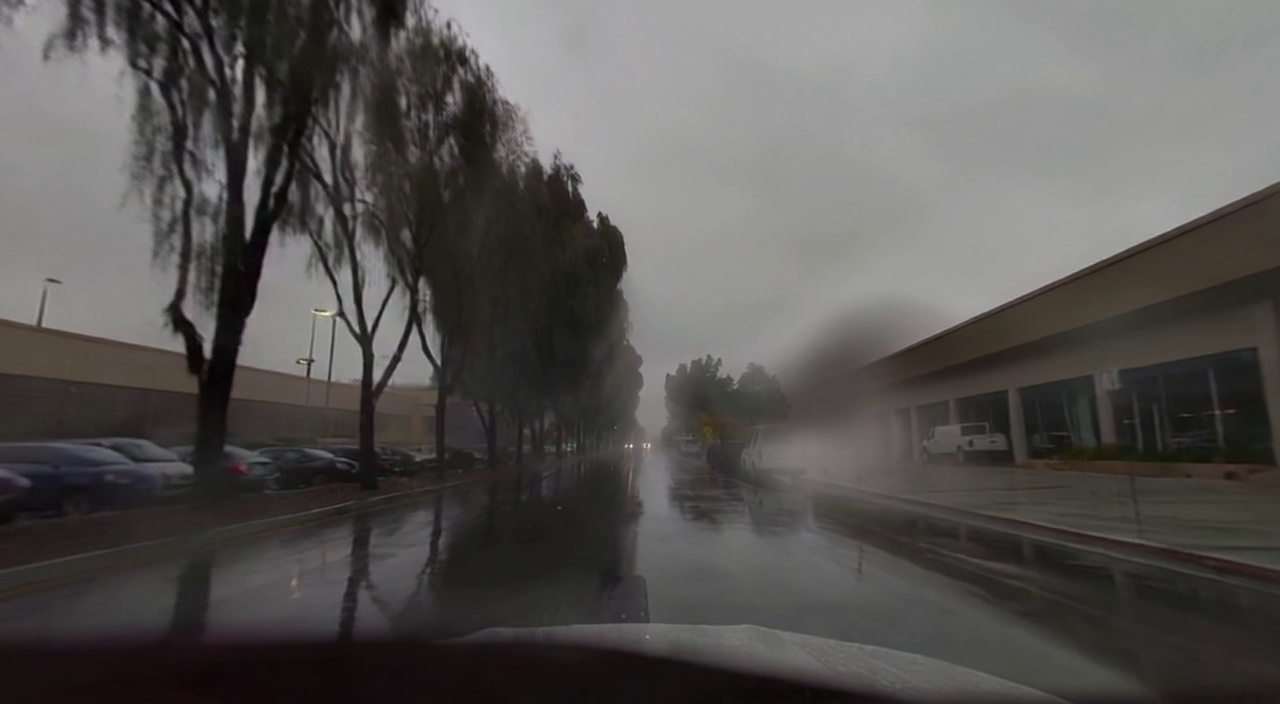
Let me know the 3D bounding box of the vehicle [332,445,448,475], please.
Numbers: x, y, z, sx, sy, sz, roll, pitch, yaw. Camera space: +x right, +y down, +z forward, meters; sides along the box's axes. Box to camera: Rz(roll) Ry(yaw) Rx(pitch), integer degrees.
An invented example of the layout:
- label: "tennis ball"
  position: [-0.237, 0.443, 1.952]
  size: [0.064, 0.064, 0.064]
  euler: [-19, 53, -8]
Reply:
- label: "vehicle"
  position: [-13.198, 5.723, 33.574]
  size: [5.269, 1.491, 2.133]
  euler: [-1, -8, 2]

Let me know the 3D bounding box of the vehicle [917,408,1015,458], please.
- label: "vehicle"
  position: [18.938, 4.835, 37.087]
  size: [2.341, 2.648, 6.024]
  euler: [1, -8, -2]

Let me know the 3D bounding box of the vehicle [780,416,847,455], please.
- label: "vehicle"
  position: [13.591, 6.691, 49.986]
  size: [3.046, 2.906, 7.271]
  euler: [0, -9, -1]

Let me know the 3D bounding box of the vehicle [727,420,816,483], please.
- label: "vehicle"
  position: [5.708, 4.458, 28.506]
  size: [2.596, 2.509, 6.178]
  euler: [0, -8, -1]

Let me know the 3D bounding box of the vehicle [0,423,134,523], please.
- label: "vehicle"
  position: [-13.282, 2.355, 12.556]
  size: [4.461, 1.791, 2.202]
  euler: [0, -8, 0]
